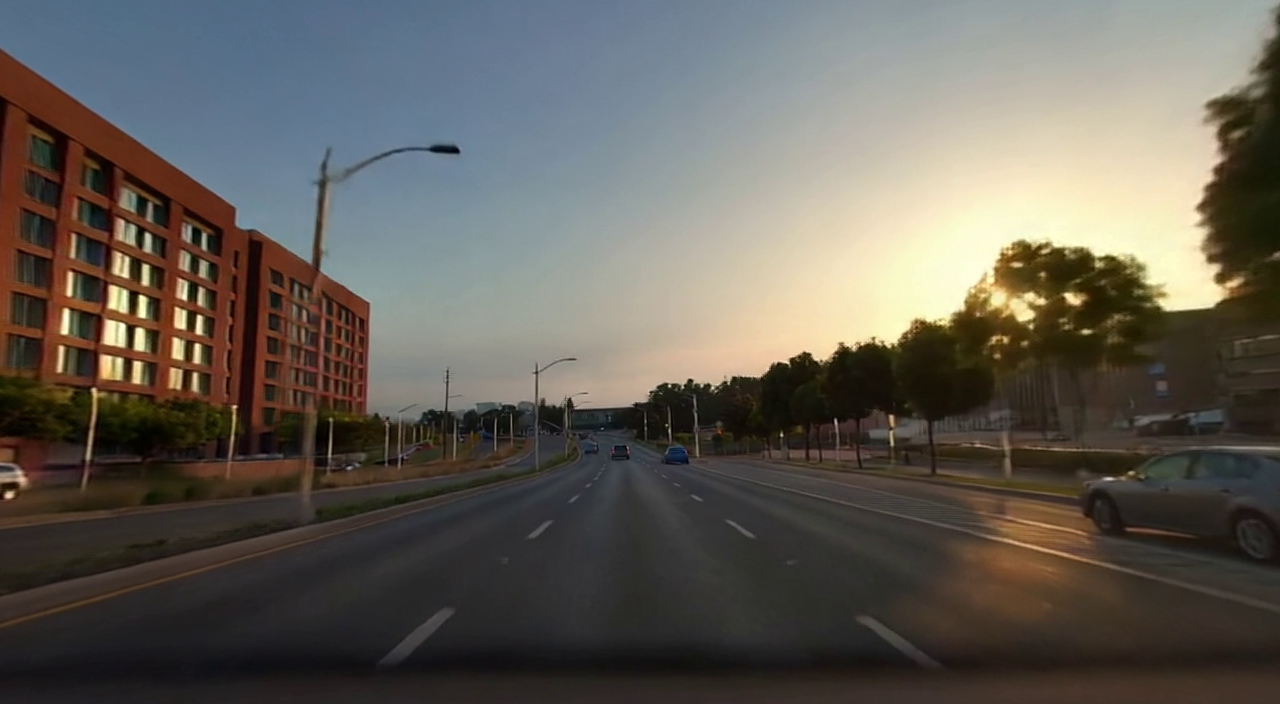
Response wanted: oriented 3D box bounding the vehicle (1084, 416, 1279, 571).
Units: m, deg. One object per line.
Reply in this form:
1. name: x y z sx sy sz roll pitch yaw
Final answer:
1. vehicle: 8.320 1.754 8.211 2.017 1.743 4.453 -1 -8 3

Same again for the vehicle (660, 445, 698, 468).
1. vehicle: 2.601 7.108 43.222 2.090 1.506 4.382 0 -8 -3
